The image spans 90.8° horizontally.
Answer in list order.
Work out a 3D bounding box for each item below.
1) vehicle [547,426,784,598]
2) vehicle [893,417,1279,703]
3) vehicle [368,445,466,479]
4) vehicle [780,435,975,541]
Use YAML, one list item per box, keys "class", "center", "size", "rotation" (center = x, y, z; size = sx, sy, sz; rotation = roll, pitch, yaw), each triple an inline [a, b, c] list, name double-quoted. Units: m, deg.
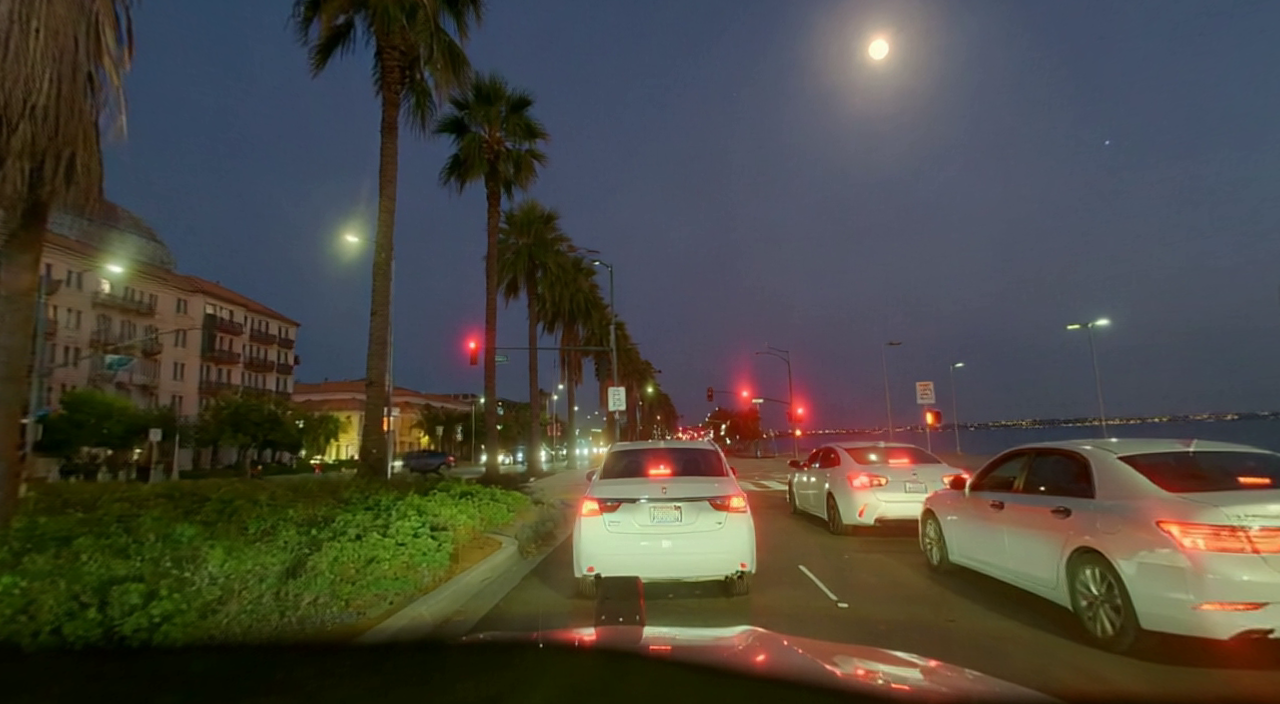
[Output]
- class: "vehicle"
  center: [0.255, 1.702, 7.512]
  size: [2.093, 1.503, 3.681]
  rotation: [0, -9, 1]
- class: "vehicle"
  center: [3.908, 1.365, 5.092]
  size: [1.913, 1.469, 4.425]
  rotation: [0, -9, 0]
- class: "vehicle"
  center: [-11.580, 5.704, 33.130]
  size: [2.022, 1.604, 4.495]
  rotation: [-6, -10, 33]
- class: "vehicle"
  center: [3.890, 2.287, 11.316]
  size: [1.920, 1.490, 4.417]
  rotation: [-1, -9, 2]
